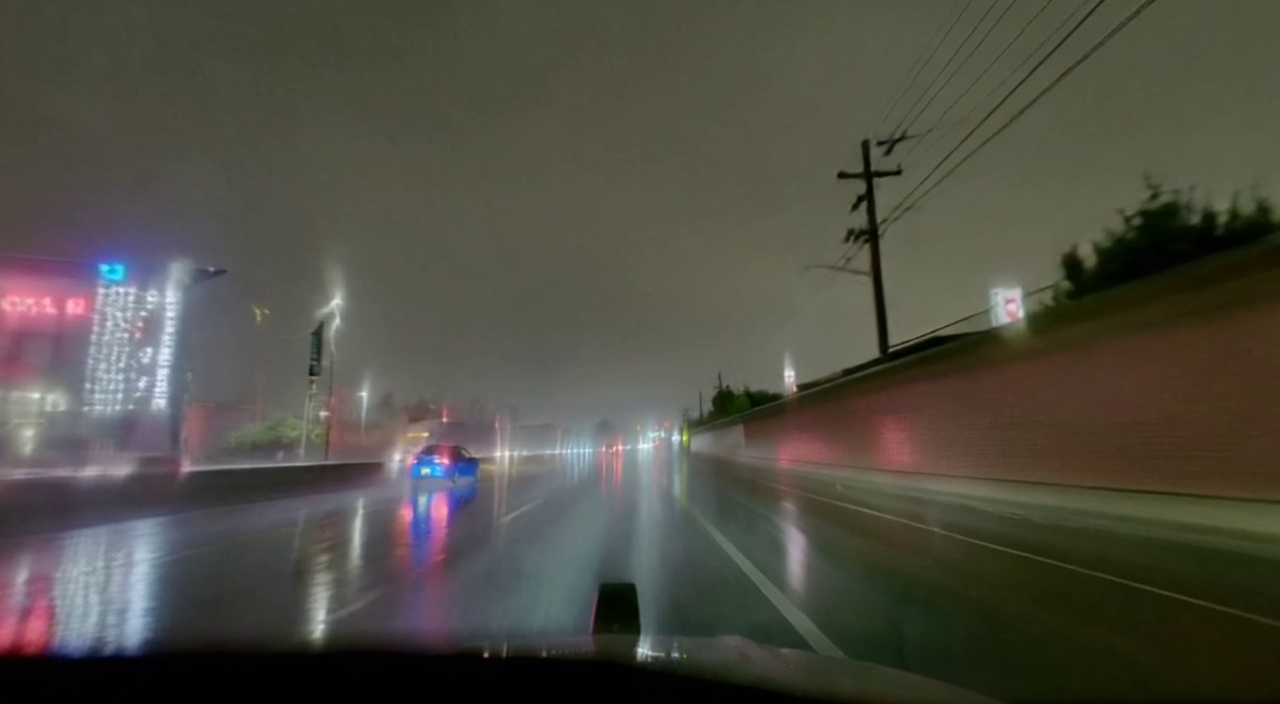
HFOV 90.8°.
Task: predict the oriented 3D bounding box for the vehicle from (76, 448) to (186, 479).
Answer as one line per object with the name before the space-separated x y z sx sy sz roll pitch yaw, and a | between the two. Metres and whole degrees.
vehicle | -25.878 5.671 32.356 1.917 1.431 4.473 0 -9 0

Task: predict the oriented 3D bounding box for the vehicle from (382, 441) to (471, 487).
vehicle | -7.980 4.218 24.046 2.013 1.574 3.923 0 -9 0
